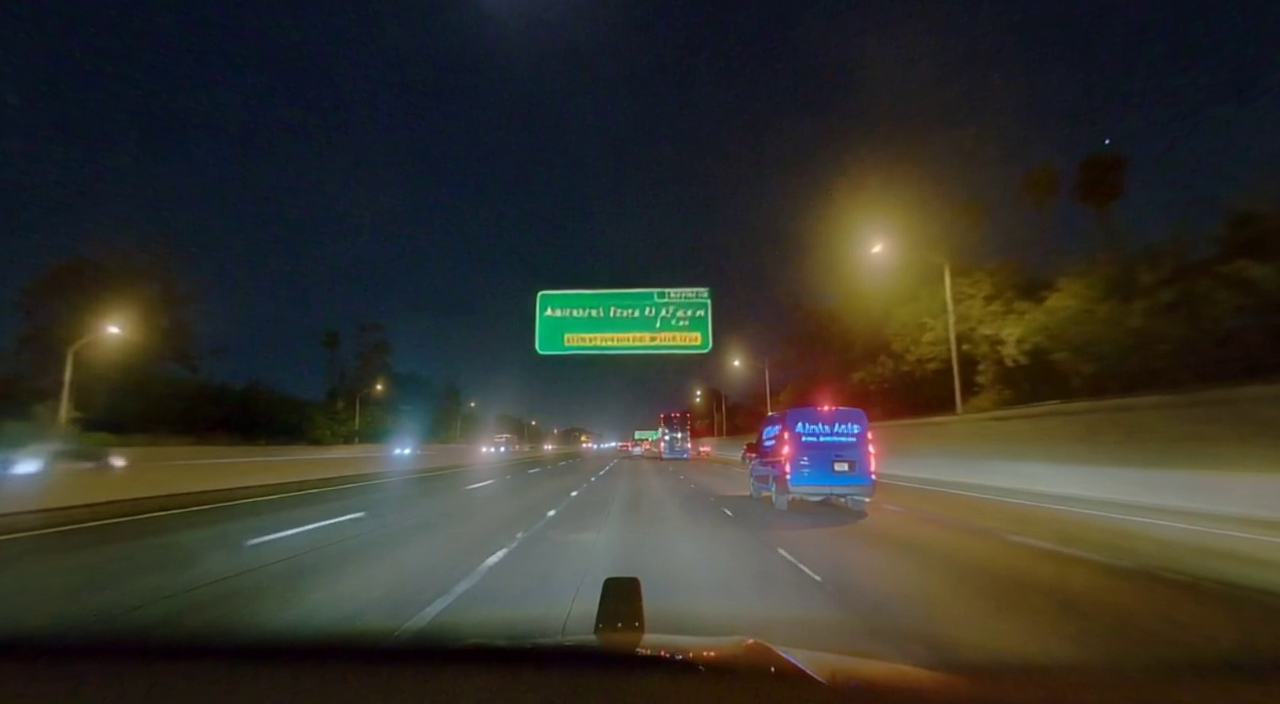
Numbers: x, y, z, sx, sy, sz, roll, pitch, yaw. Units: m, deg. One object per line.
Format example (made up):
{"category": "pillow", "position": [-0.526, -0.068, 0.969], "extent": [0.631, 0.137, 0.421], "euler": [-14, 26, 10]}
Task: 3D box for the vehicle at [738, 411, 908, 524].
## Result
{"category": "vehicle", "position": [3.554, 2.365, 13.422], "extent": [2.035, 1.931, 4.841], "euler": [0, -9, -2]}
